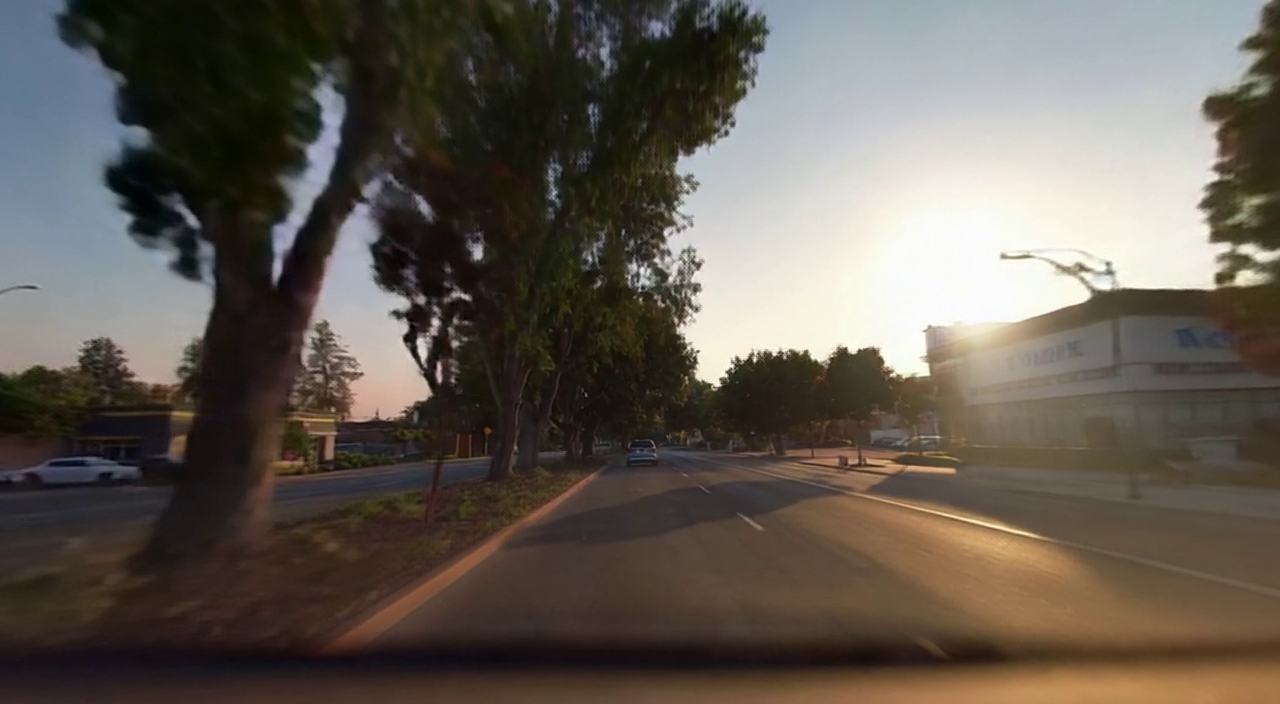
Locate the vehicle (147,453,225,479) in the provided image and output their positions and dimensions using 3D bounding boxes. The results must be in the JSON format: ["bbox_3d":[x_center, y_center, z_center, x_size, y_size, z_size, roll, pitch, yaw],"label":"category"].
[{"bbox_3d":[-31.116,7.815,43.382,1.873,1.513,5.019,-3,-9,-3],"label":"vehicle"}]

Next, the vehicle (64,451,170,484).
[{"bbox_3d":[-31.150,6.862,37.724,1.952,1.729,5.170,0,-8,-1],"label":"vehicle"}]

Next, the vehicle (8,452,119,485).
[{"bbox_3d":[-34.378,6.928,37.731,2.034,1.742,4.830,0,-8,0],"label":"vehicle"}]

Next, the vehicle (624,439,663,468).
[{"bbox_3d":[0.135,5.386,33.482,1.998,1.452,3.773,0,-8,-1],"label":"vehicle"}]
